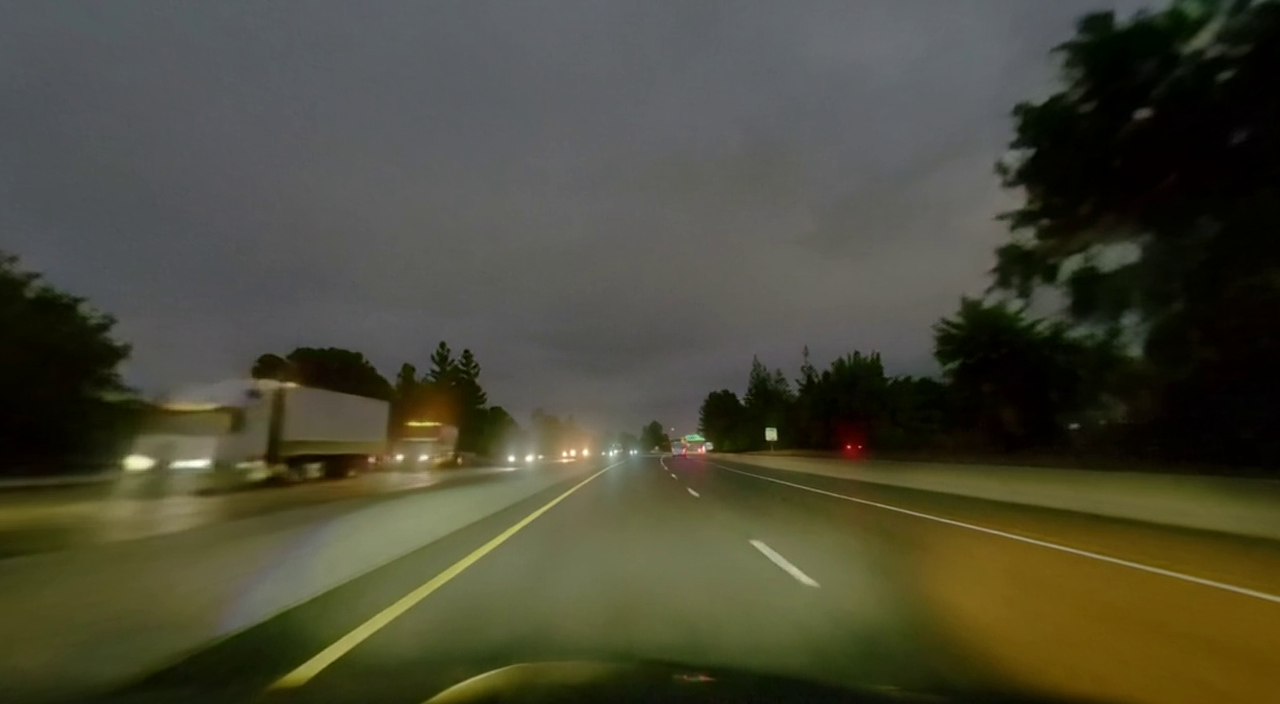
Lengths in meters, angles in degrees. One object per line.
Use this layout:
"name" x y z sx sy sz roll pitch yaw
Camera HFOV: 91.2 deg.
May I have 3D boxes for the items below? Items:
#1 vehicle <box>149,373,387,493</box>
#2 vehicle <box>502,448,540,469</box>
"vehicle" -13.764 3.324 24.886 3.071 3.733 10.252 0 -9 0
"vehicle" -9.254 8.277 48.986 2.026 1.496 4.495 0 -9 1
